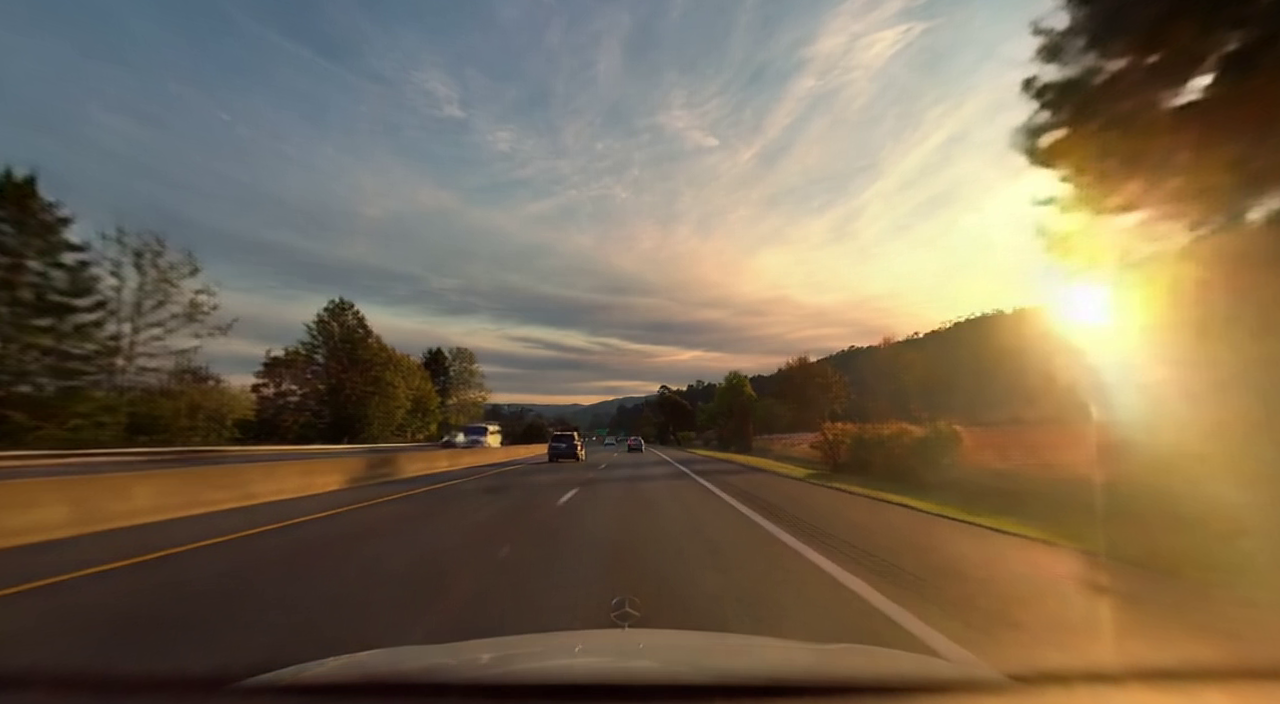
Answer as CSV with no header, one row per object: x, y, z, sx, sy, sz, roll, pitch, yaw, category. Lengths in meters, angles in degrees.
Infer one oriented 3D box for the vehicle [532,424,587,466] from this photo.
-4.102,4.845,32.924,2.241,2.034,4.890,0,-8,-1,vehicle
